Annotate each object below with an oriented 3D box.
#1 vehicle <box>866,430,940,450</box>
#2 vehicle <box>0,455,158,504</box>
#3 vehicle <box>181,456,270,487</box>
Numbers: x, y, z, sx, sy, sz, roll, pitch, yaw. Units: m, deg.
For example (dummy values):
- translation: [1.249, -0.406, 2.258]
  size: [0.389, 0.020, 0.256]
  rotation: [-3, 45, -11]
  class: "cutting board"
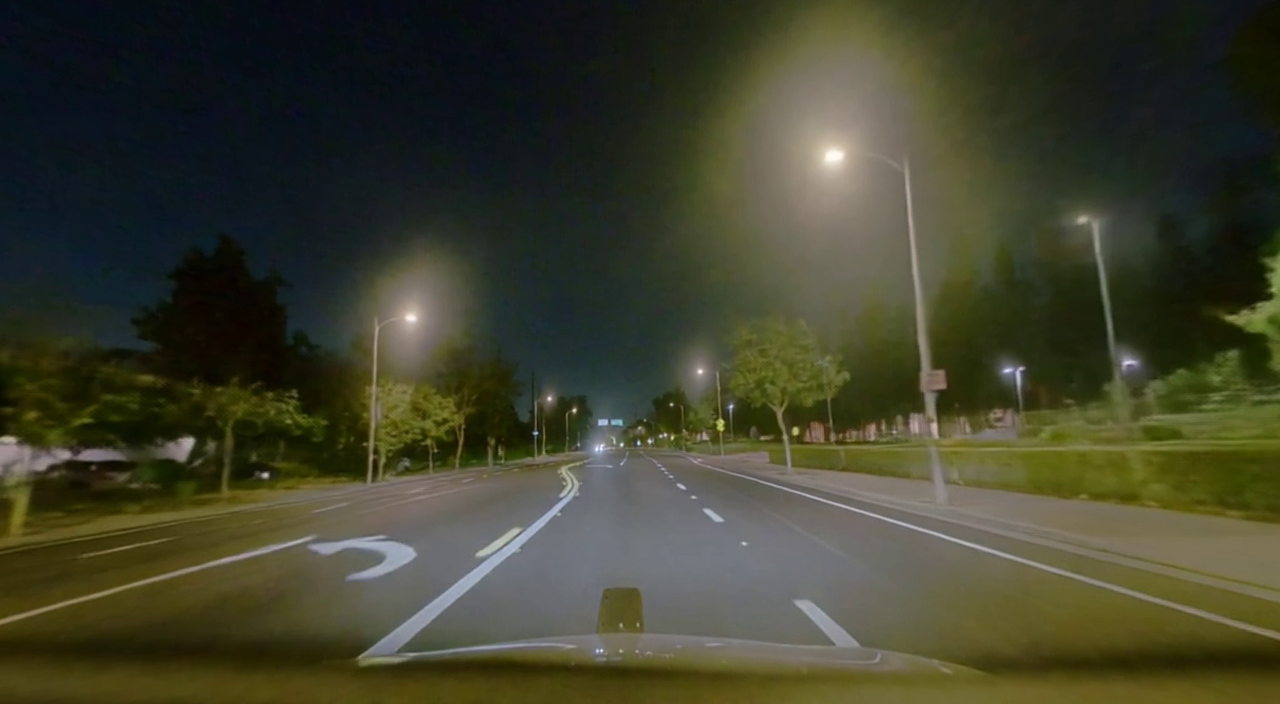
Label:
- translation: [19.334, 6.503, 46.646]
  size: [4.621, 1.393, 1.824]
  rotation: [-1, -9, 2]
  class: "vehicle"
- translation: [-23.130, 5.216, 26.095]
  size: [4.794, 1.869, 2.060]
  rotation: [-1, -9, 4]
  class: "vehicle"
- translation: [-24.122, 6.919, 36.975]
  size: [2.067, 1.644, 4.216]
  rotation: [0, -9, 4]
  class: "vehicle"
